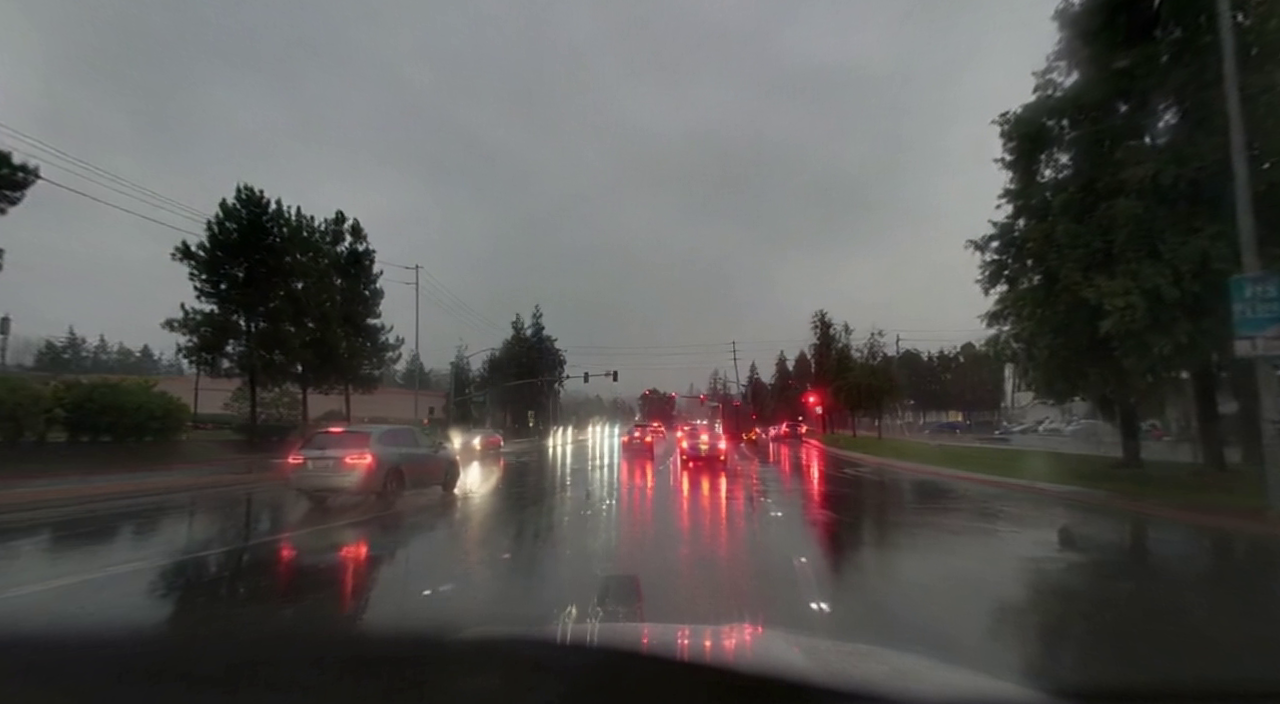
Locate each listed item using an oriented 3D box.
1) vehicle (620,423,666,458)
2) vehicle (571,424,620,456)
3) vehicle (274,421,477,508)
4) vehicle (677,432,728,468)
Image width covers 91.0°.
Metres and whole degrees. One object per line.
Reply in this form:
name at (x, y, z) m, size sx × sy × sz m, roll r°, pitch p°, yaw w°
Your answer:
vehicle at (0.235, 5.182, 36.744) m, size 2.188 × 1.892 × 4.488 m, roll -1°, pitch -9°, yaw 7°
vehicle at (-2.589, 5.297, 37.823) m, size 2.078 × 1.787 × 5.006 m, roll -1°, pitch -9°, yaw 6°
vehicle at (-5.211, 2.289, 13.175) m, size 2.010 × 1.515 × 4.152 m, roll -1°, pitch -9°, yaw 8°
vehicle at (2.935, 4.436, 28.630) m, size 2.109 × 1.500 × 4.585 m, roll -1°, pitch -9°, yaw 8°
